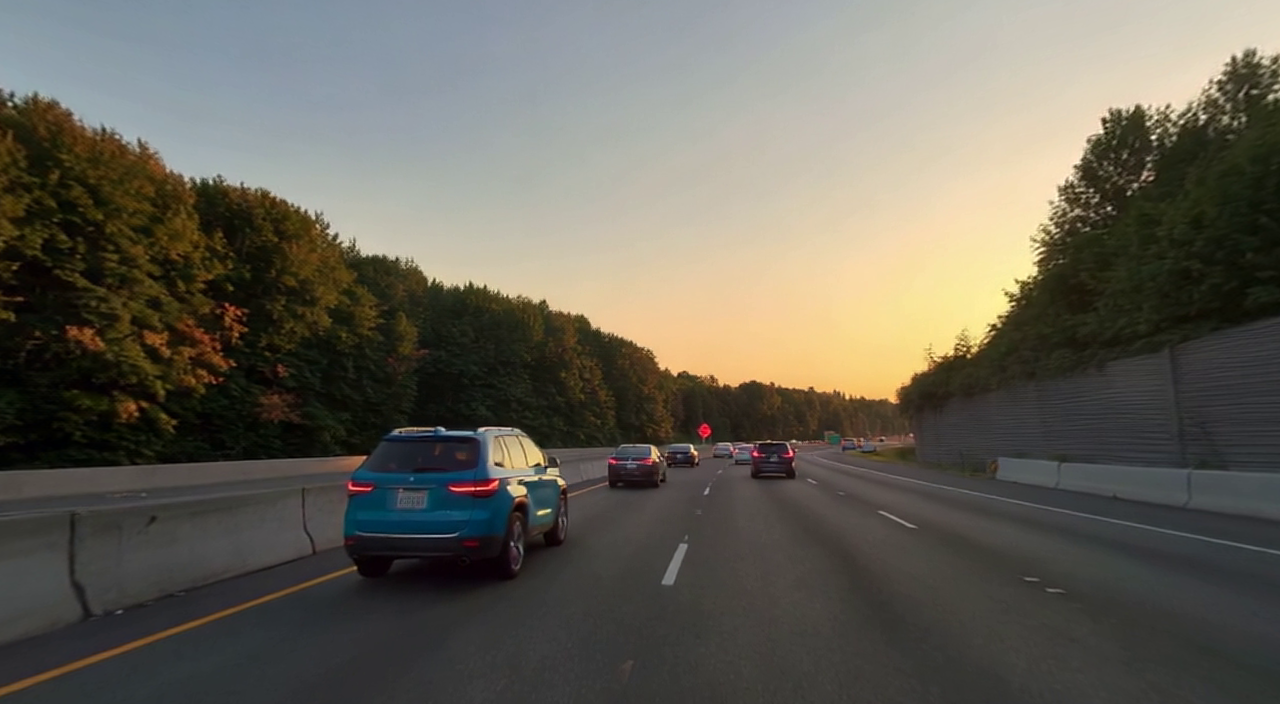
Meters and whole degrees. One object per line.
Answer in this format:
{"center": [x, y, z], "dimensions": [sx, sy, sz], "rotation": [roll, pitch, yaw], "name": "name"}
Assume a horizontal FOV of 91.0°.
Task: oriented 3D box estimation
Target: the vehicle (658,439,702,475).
{"center": [1.791, 4.563, 27.603], "dimensions": [1.755, 1.457, 3.686], "rotation": [-1, -8, 5], "name": "vehicle"}

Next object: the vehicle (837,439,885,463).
{"center": [14.468, 6.514, 41.513], "dimensions": [1.990, 1.478, 4.475], "rotation": [-1, -8, 6], "name": "vehicle"}

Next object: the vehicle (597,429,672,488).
{"center": [-0.077, 3.323, 19.862], "dimensions": [2.017, 1.662, 3.543], "rotation": [-1, -8, 5], "name": "vehicle"}

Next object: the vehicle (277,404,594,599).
{"center": [-1.939, 1.578, 7.531], "dimensions": [2.021, 1.635, 4.085], "rotation": [-1, -8, 7], "name": "vehicle"}

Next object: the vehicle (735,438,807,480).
{"center": [4.907, 4.057, 24.232], "dimensions": [1.962, 1.442, 4.536], "rotation": [0, -8, 2], "name": "vehicle"}
